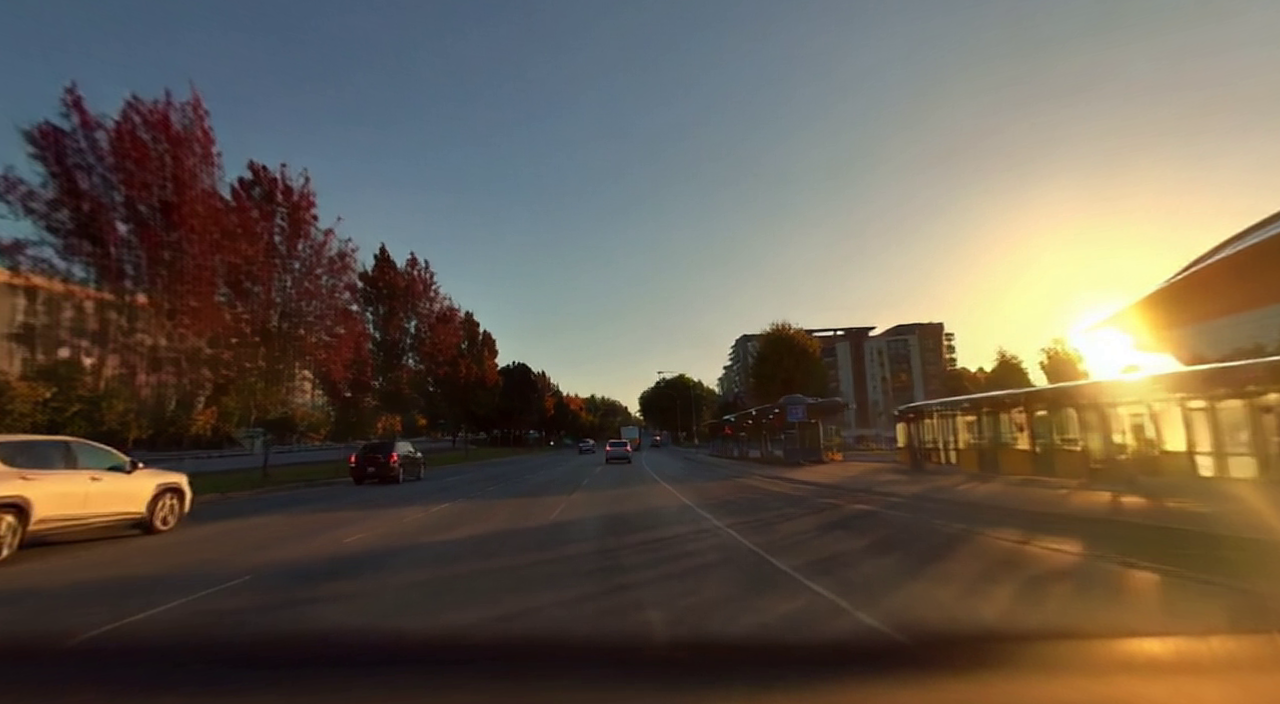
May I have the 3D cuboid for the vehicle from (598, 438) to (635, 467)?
[{"bbox_3d":[-1.568,6.772,42.588,2.345,1.803,4.261,0,-8,-2],"label":"vehicle"}]

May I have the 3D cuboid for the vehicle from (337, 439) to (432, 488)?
[{"bbox_3d":[-10.090,4.423,25.398,2.097,1.782,4.682,0,-8,-3],"label":"vehicle"}]

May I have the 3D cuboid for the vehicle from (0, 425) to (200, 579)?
[{"bbox_3d":[-8.384,1.845,8.123,2.181,1.728,4.515,0,-8,-1],"label":"vehicle"}]
